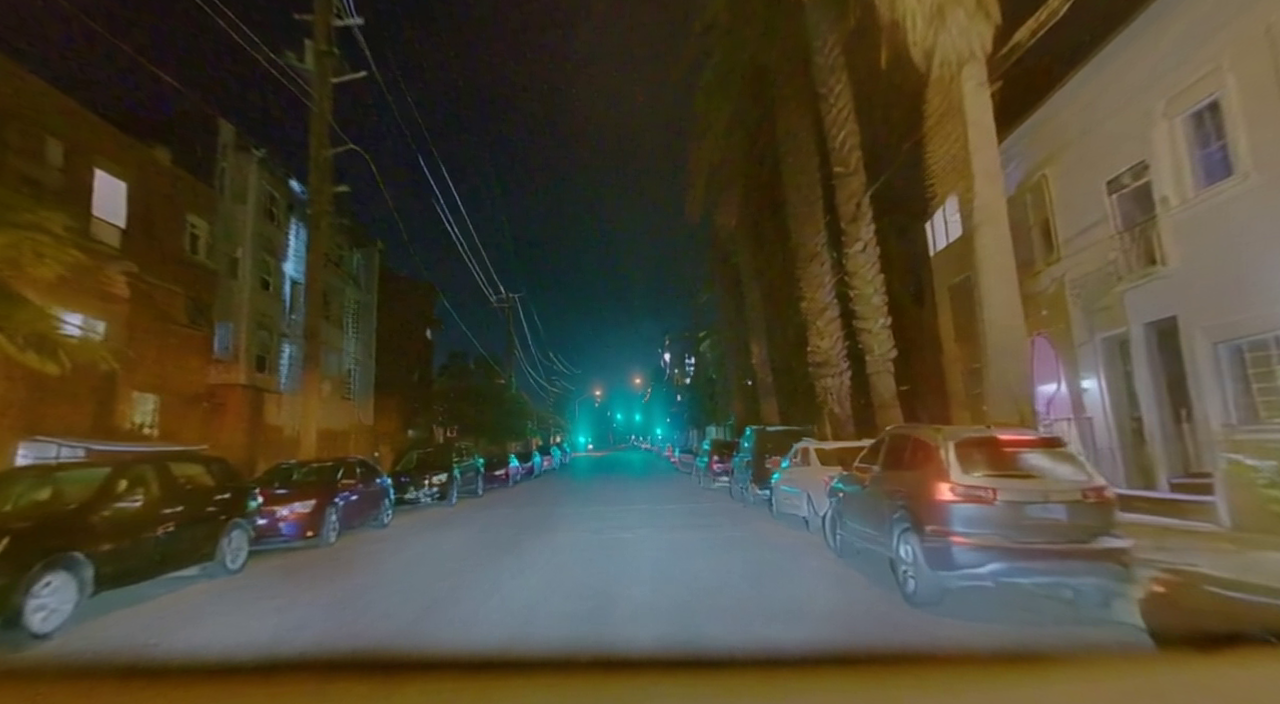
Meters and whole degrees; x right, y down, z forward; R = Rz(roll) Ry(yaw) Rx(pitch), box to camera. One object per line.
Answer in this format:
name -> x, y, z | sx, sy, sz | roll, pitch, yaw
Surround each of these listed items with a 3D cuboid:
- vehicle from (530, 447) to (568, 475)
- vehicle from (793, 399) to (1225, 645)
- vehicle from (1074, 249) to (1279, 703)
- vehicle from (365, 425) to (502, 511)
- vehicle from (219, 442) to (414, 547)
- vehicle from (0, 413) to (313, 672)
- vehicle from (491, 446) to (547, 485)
vehicle -> -6.450, 7.742, 45.206 | 2.112, 1.847, 5.089 | 0, -8, -1
vehicle -> 3.026, 1.450, 6.357 | 1.880, 1.675, 3.928 | 0, -8, -1
vehicle -> 3.083, 0.439, 0.400 | 2.182, 1.964, 4.796 | 0, -8, 1
vehicle -> -6.137, 3.526, 19.729 | 2.281, 2.248, 5.873 | 0, -8, 0
vehicle -> -6.444, 2.811, 13.214 | 1.909, 1.806, 4.275 | 0, -8, -2
vehicle -> -6.120, 1.787, 7.116 | 2.349, 1.952, 4.848 | 0, -8, -2
vehicle -> -6.475, 6.072, 34.176 | 2.131, 1.777, 4.783 | -3, -8, -1
